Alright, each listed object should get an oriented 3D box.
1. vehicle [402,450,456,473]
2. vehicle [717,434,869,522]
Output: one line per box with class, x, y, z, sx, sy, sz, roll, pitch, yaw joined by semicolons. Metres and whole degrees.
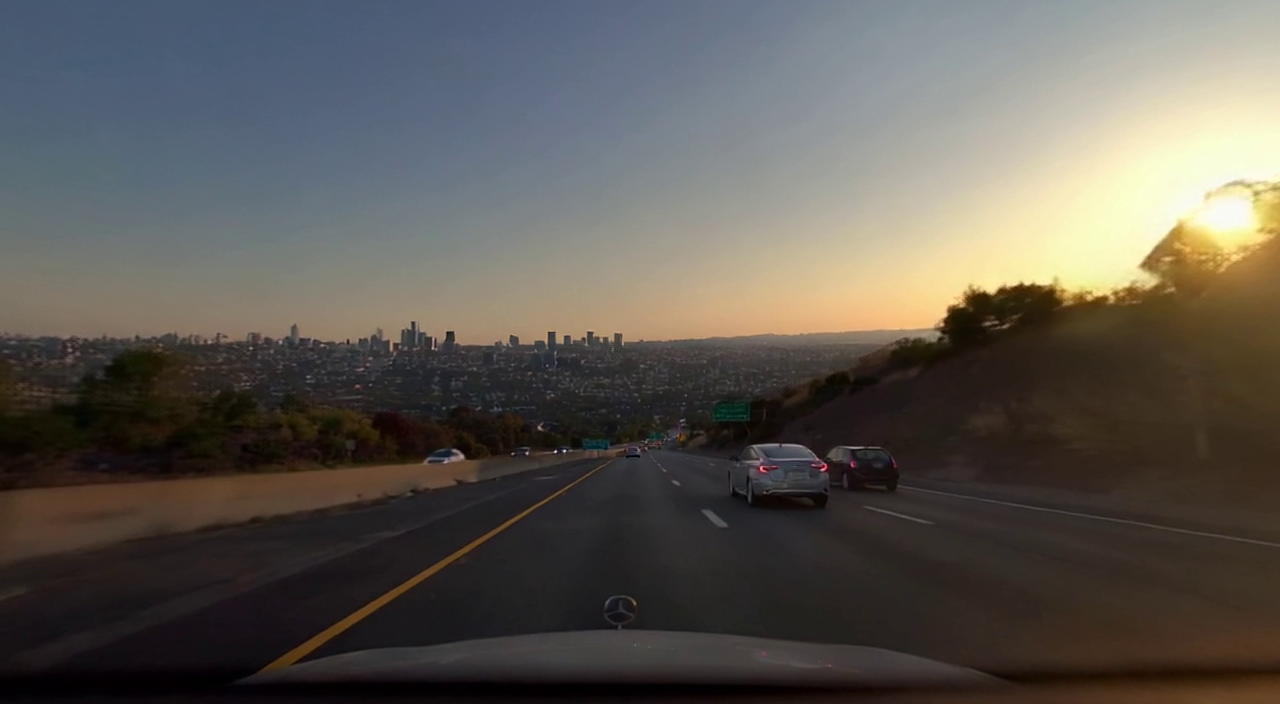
vehicle;-14.552;7.550;43.750;1.974;1.491;4.688;0;-9;2
vehicle;2.972;2.565;13.444;1.982;1.533;4.612;0;-8;-2
